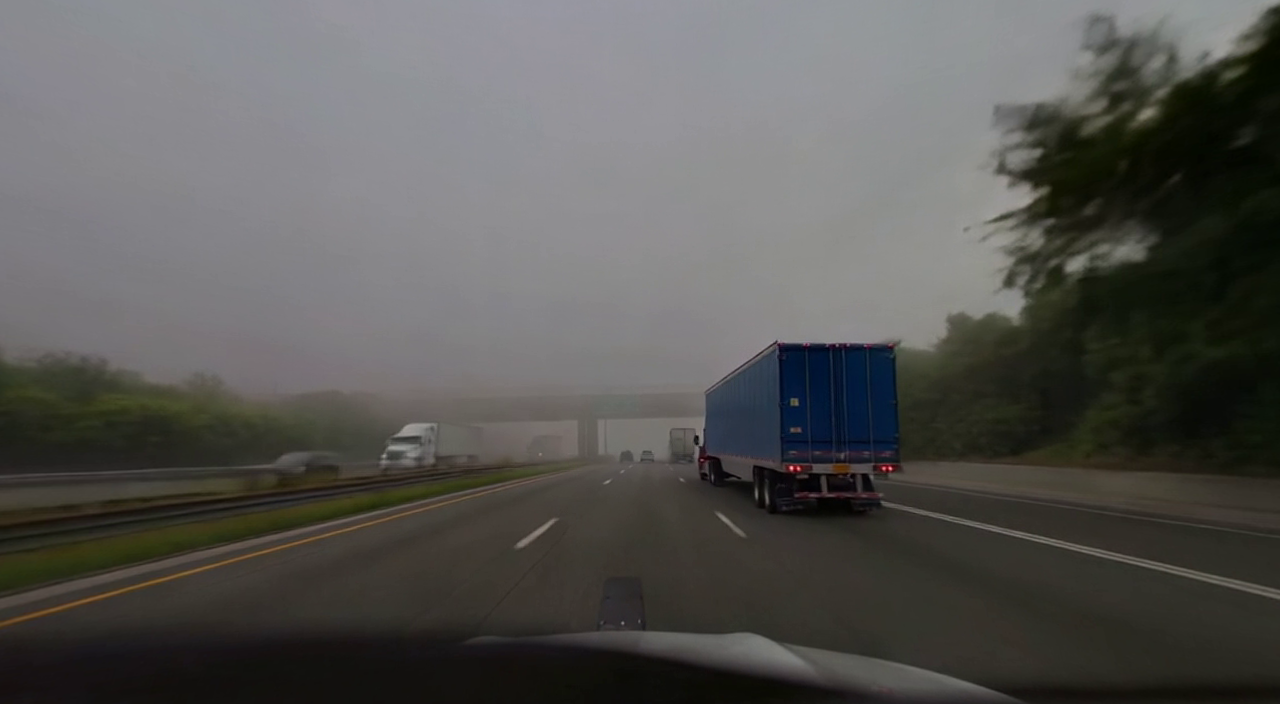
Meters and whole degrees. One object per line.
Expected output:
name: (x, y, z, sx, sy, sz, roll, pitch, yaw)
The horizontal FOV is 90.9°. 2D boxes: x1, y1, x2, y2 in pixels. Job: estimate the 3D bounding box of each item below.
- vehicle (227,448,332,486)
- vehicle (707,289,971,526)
vehicle: (-14.725, 4.698, 26.058, 1.923, 1.444, 4.006, 0, -9, 1)
vehicle: (4.094, 1.996, 17.833, 2.825, 4.054, 14.210, 0, -9, 0)
